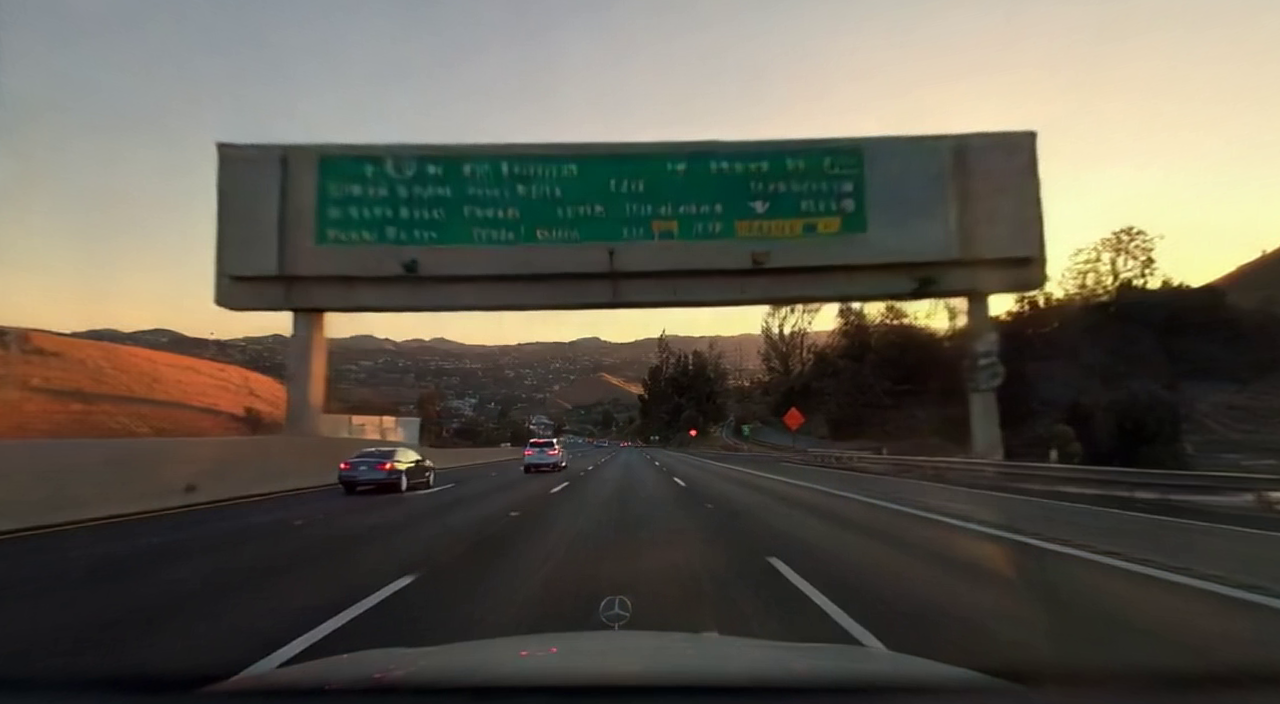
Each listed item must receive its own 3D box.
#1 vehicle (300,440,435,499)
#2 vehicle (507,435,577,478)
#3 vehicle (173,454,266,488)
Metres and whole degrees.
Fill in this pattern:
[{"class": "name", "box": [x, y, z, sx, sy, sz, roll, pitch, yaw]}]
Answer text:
[{"class": "vehicle", "box": [-7.916, 3.409, 18.904, 1.924, 1.519, 4.791, 0, -8, 0]}, {"class": "vehicle", "box": [-4.095, 4.478, 27.338, 2.200, 1.662, 5.091, -1, -8, 0]}, {"class": "vehicle", "box": [-20.945, 5.929, 31.569, 1.886, 1.457, 3.984, 0, -8, 0]}]
